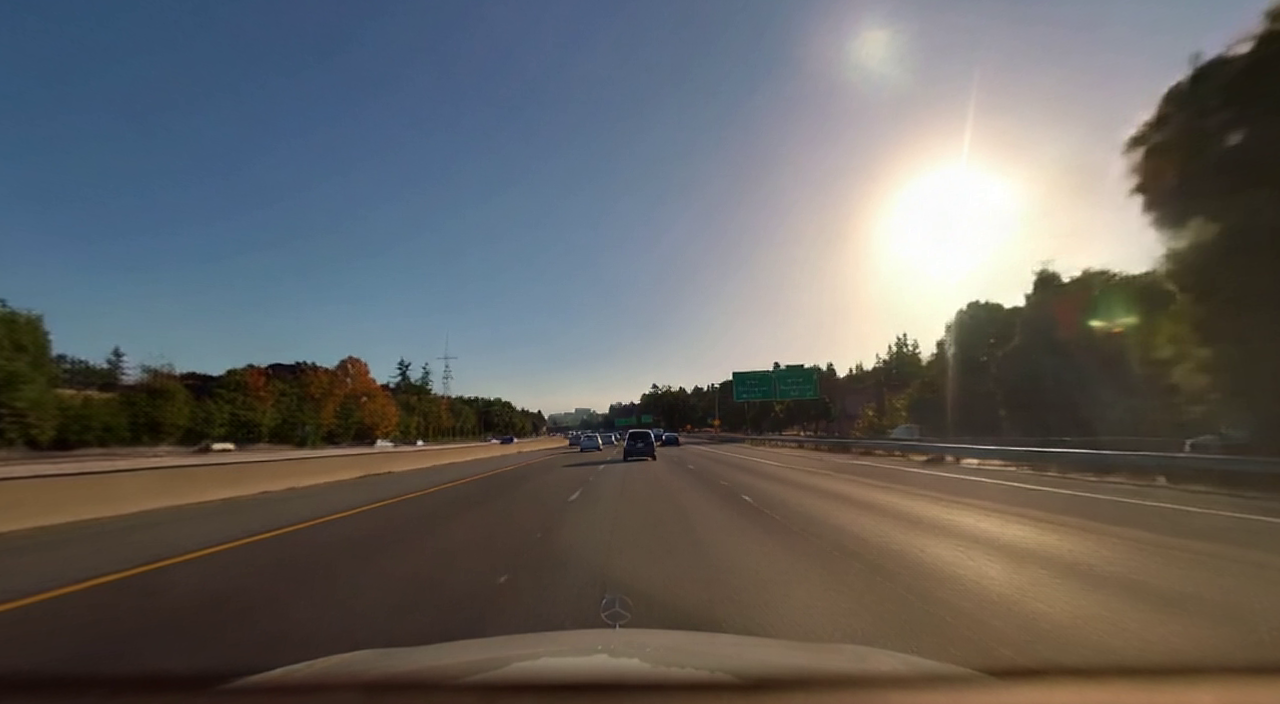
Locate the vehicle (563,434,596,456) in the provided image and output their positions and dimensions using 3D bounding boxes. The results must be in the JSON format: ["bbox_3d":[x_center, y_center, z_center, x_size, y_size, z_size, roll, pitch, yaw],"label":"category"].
[{"bbox_3d":[-4.262,6.641,44.894,2.014,1.471,4.380,0,-8,-1],"label":"vehicle"}]

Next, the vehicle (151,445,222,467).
[{"bbox_3d":[-35.378,8.108,49.395,2.004,1.615,4.867,0,-8,-1],"label":"vehicle"}]

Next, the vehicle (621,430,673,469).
[{"bbox_3d":[0.225,4.247,27.597,2.086,1.554,3.875,0,-8,-2],"label":"vehicle"}]
